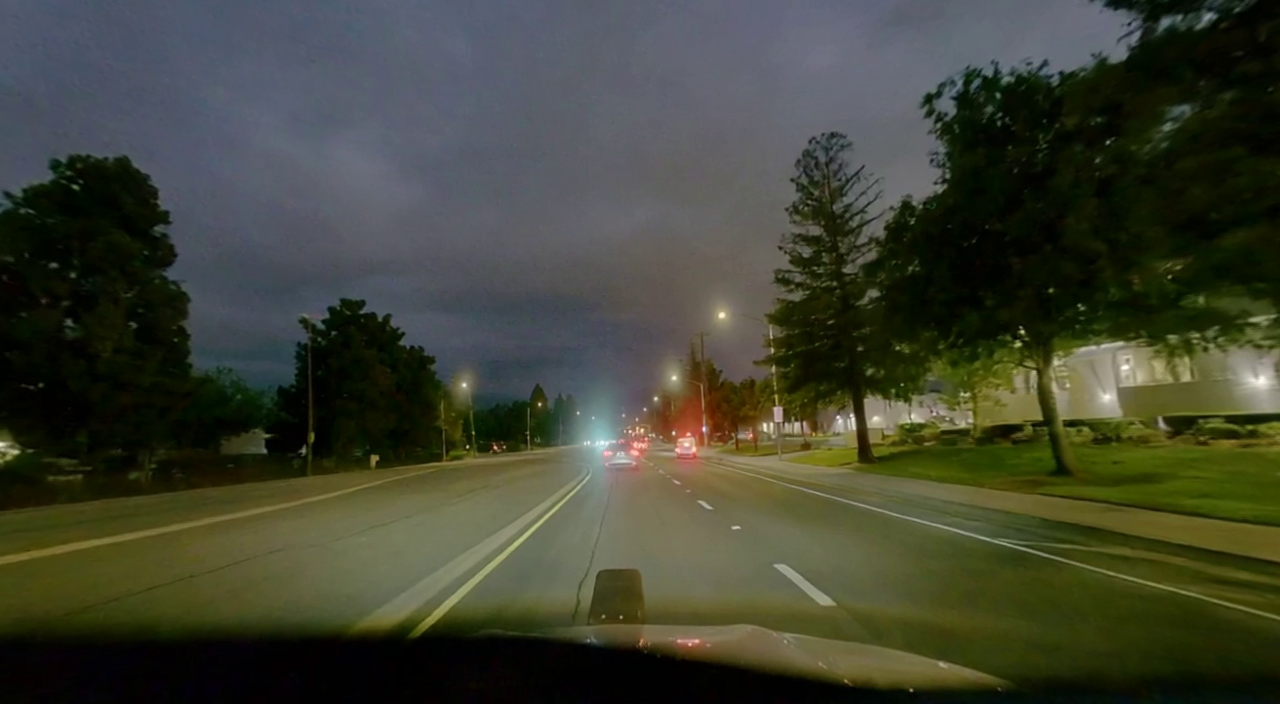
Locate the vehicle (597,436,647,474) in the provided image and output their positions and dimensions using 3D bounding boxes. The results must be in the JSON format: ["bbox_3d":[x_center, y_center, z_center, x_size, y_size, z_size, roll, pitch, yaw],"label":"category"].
[{"bbox_3d":[-0.875,4.846,29.985,2.181,1.639,4.127,0,-9,-2],"label":"vehicle"}]
